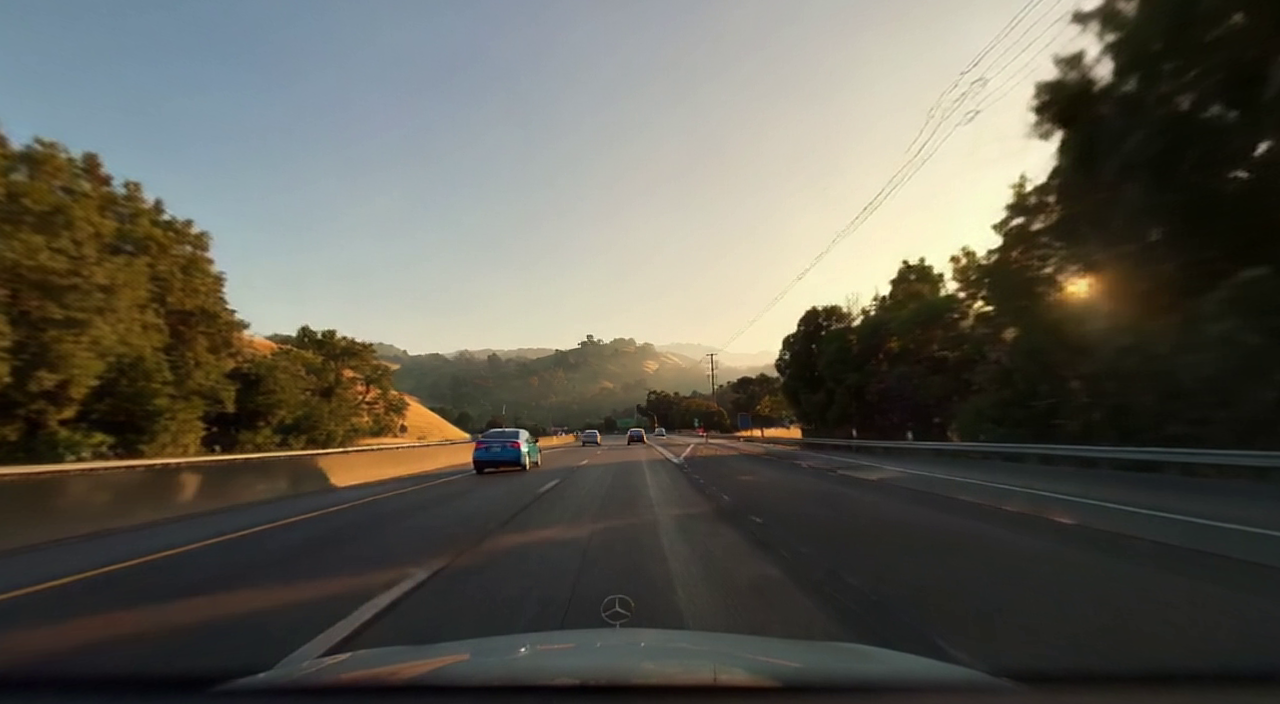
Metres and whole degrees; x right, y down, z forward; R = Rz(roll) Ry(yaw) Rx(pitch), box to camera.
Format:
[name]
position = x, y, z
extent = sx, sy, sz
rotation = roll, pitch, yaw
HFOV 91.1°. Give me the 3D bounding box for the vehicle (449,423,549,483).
[vehicle]
position = -4.036, 2.955, 18.786
extent = 2.023, 1.580, 4.259
rotation = 0, -8, 0
